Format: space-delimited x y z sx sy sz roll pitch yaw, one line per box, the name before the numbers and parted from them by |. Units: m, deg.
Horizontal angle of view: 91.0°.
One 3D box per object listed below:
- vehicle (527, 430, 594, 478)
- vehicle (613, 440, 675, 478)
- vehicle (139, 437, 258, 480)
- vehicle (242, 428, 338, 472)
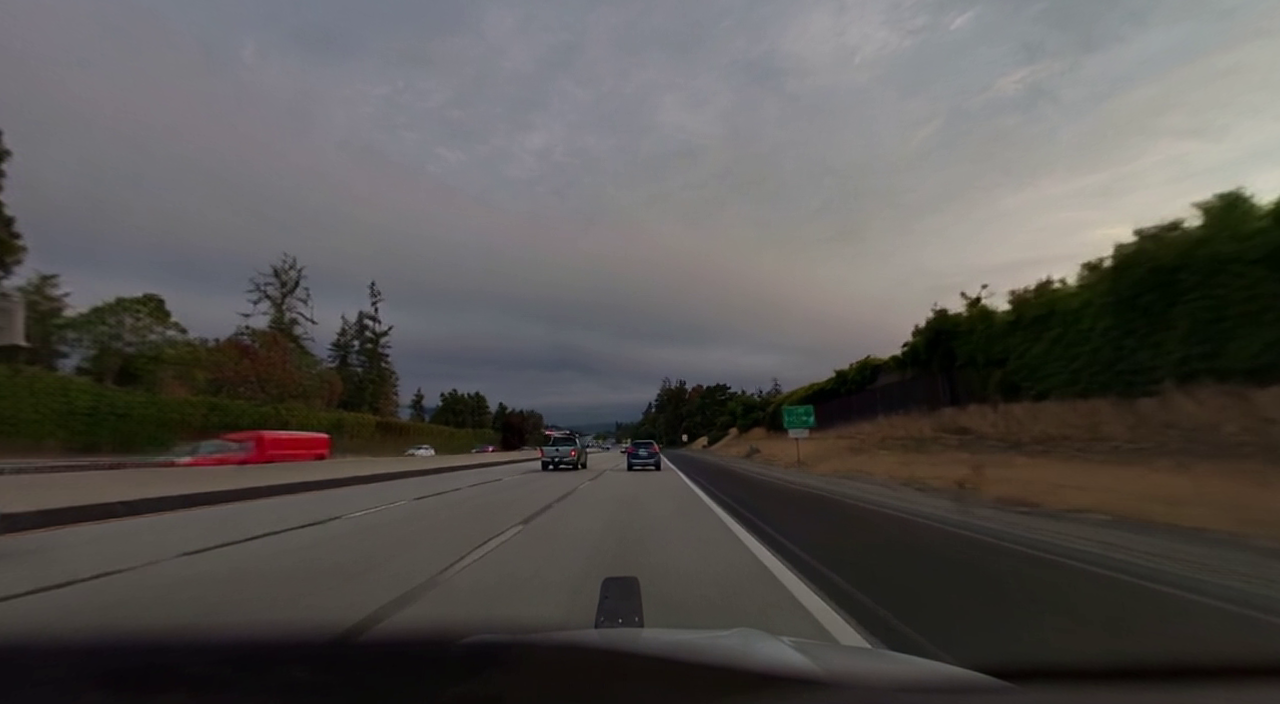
vehicle | -3.442 4.568 28.306 2.250 1.947 4.860 0 -9 2
vehicle | 0.243 5.095 30.373 2.715 1.669 5.163 0 -9 2
vehicle | -20.601 4.980 29.714 2.045 1.818 4.751 0 -9 1
vehicle | -24.349 6.856 44.221 2.554 2.802 6.956 -1 -9 1
